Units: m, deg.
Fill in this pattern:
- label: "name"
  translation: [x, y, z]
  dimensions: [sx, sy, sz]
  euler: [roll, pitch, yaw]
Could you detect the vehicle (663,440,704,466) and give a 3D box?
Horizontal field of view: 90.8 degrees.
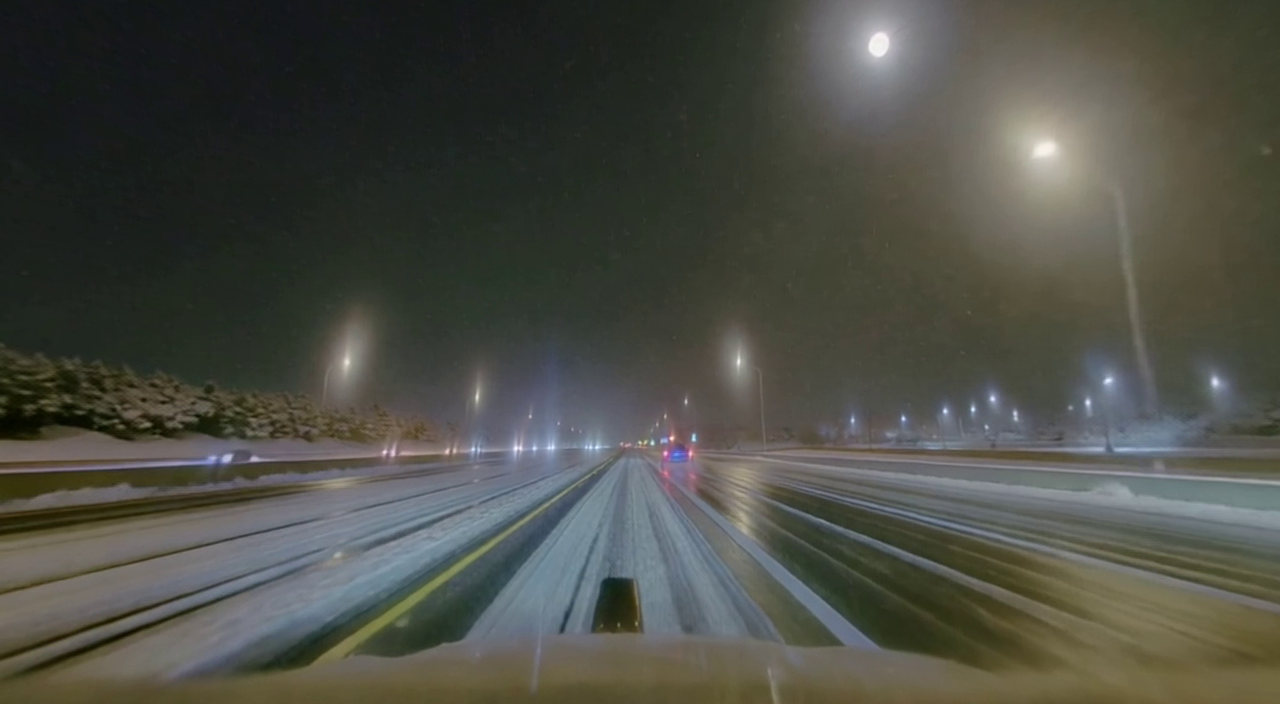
- label: "vehicle"
  translation: [2.766, 6.504, 40.937]
  dimensions: [2.270, 1.615, 3.770]
  euler: [0, -8, -2]
